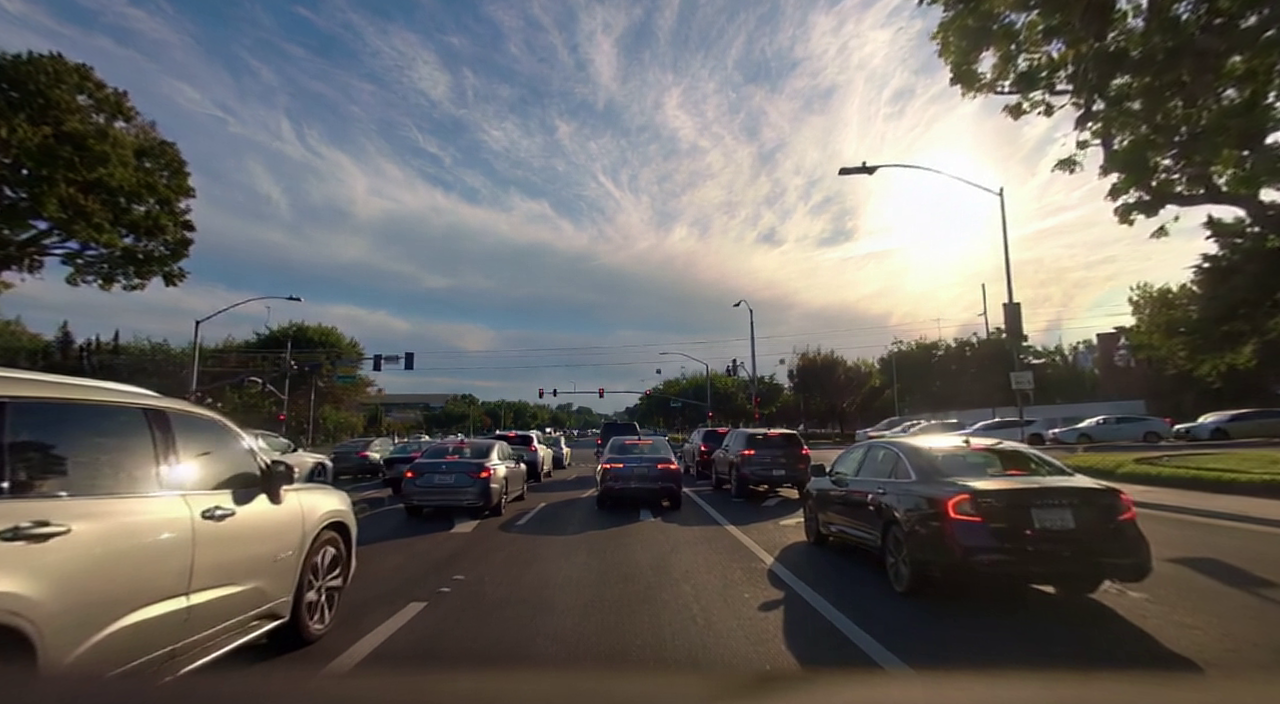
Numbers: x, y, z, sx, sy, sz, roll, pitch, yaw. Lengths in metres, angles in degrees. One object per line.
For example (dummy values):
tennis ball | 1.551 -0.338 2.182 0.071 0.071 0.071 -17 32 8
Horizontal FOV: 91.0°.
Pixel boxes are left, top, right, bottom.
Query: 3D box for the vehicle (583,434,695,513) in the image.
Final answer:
vehicle | -0.088 2.540 13.642 2.076 1.438 3.770 0 -8 -2

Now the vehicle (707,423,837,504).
vehicle | 2.978 2.634 15.234 2.106 1.667 4.101 0 -8 -2

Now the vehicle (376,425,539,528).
vehicle | -3.135 2.219 11.844 1.896 1.546 4.378 0 -8 -2

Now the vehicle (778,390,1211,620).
vehicle | 3.128 1.446 6.924 2.074 1.685 4.387 0 -8 -2

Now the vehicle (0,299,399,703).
vehicle | -3.257 0.915 3.523 2.079 1.756 4.676 0 -8 -2
